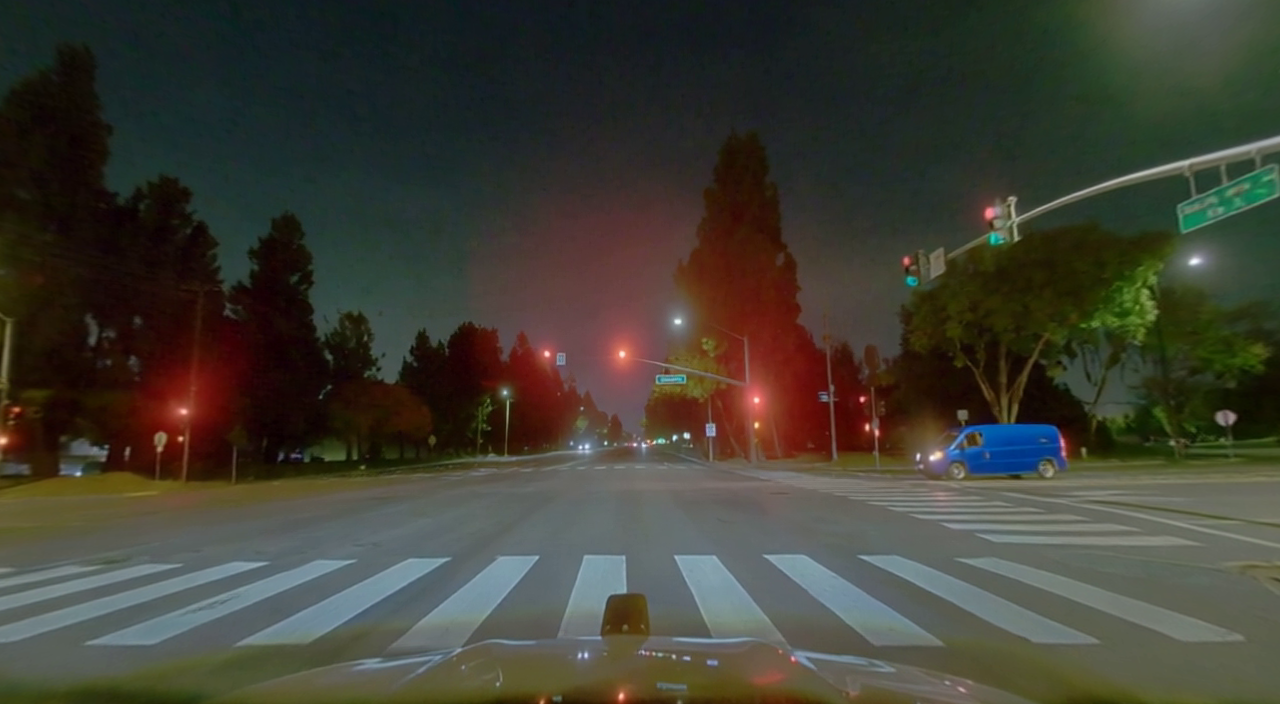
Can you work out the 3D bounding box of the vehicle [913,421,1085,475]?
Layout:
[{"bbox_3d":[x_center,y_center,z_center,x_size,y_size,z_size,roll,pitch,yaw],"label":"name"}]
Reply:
[{"bbox_3d":[12.424,3.363,22.090,4.790,1.798,1.909,0,-8,1],"label":"vehicle"}]
